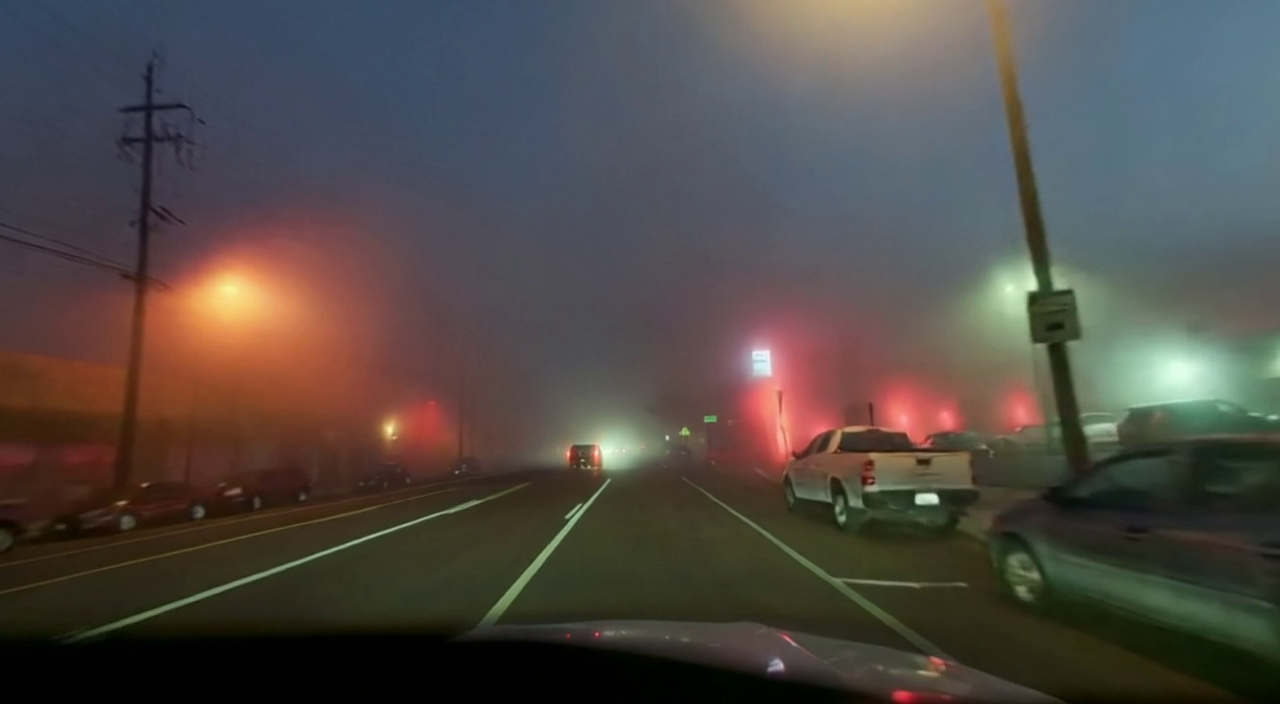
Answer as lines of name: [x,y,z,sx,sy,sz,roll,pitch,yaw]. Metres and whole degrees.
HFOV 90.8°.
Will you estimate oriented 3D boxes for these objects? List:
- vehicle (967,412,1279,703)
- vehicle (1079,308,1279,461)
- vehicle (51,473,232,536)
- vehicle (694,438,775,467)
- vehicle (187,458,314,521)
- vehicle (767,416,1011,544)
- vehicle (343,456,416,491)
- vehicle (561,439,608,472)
vehicle: [3.894,1.058,3.259,1.862,1.451,4.544,0,-9,-2]
vehicle: [19.212,1.092,17.892,10.707,3.850,3.717,1,-8,-1]
vehicle: [-15.148,4.617,19.586,2.049,1.496,4.338,-1,-8,0]
vehicle: [5.440,5.859,36.935,4.474,1.632,2.234,-1,-8,5]
vehicle: [-15.279,5.364,25.136,2.081,1.791,4.799,-6,-7,-1]
vehicle: [3.828,2.097,11.120,2.048,1.658,5.559,0,-9,0]
vehicle: [-15.324,7.158,37.495,1.966,1.760,5.423,-1,-8,1]
vehicle: [-3.291,6.199,38.222,2.348,1.831,4.737,0,-8,1]
